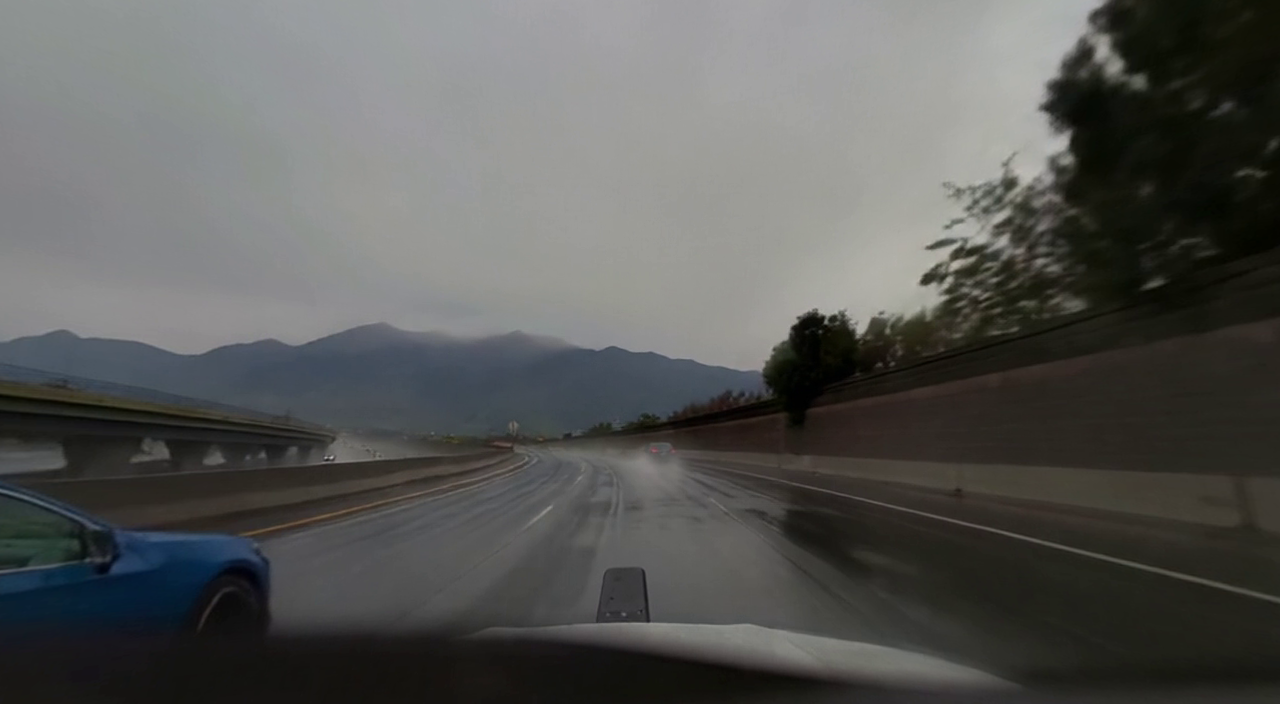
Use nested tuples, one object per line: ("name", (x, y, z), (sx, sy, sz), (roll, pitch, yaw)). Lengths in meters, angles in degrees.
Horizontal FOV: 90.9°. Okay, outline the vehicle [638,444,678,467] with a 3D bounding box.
("vehicle", (1.115, 6.900, 42.035), (1.985, 1.440, 4.466), (1, -9, -8))
